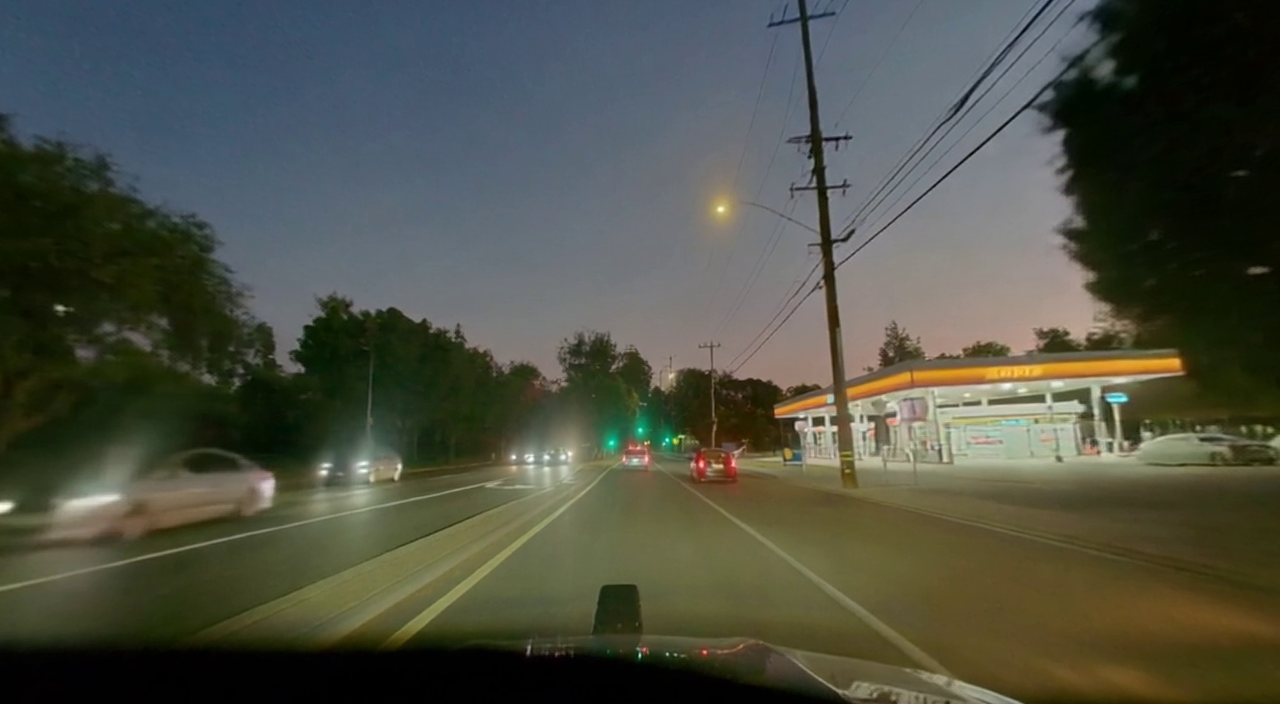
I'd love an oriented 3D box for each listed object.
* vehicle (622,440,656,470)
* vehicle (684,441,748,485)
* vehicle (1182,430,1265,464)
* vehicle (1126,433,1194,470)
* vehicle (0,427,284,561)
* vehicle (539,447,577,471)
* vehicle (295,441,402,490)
[{"bbox_3d":[-0.103,6.872,42.345,2.163,1.825,4.073,0,-8,0],"label":"vehicle"},{"bbox_3d":[3.012,4.470,25.816,1.990,1.592,4.294,0,-8,-1],"label":"vehicle"},{"bbox_3d":[27.449,4.482,29.863,1.825,1.476,3.833,-5,-9,27],"label":"vehicle"},{"bbox_3d":[24.358,4.621,29.736,2.071,1.528,4.644,-6,-9,35],"label":"vehicle"},{"bbox_3d":[-8.393,2.159,10.402,2.518,1.719,4.314,0,-8,0],"label":"vehicle"},{"bbox_3d":[-5.421,7.111,42.269,2.032,1.487,4.413,0,-8,-2],"label":"vehicle"},{"bbox_3d":[-11.778,4.570,25.941,2.165,1.810,4.607,0,-8,0],"label":"vehicle"}]
